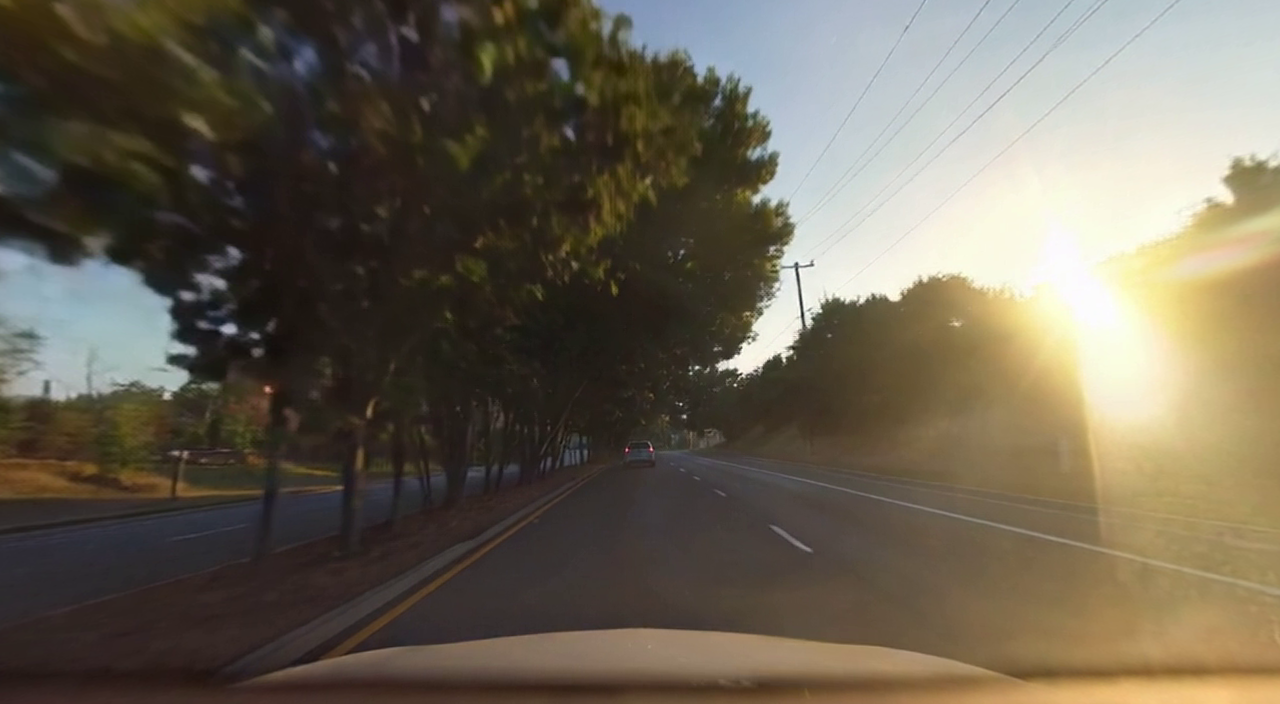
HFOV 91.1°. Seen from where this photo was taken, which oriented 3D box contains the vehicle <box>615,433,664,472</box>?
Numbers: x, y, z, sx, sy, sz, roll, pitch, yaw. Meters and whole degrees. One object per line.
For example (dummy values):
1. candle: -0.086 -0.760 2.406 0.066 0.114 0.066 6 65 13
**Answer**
1. vehicle: -0.019 4.940 30.971 2.256 1.734 4.176 0 -8 0
